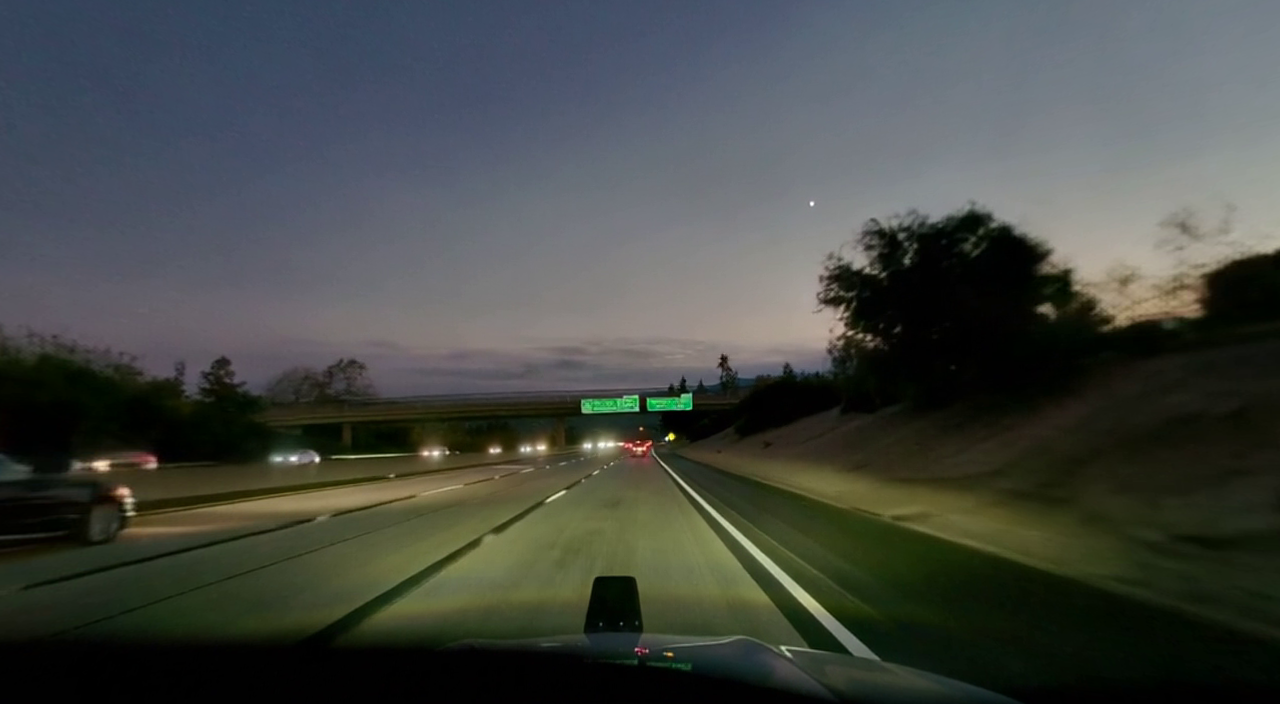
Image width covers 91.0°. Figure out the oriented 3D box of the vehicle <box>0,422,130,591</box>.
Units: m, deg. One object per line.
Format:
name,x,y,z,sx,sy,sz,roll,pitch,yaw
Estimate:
vehicle,-6.905,1.279,4.825,1.916,1.545,4.757,0,-8,1
